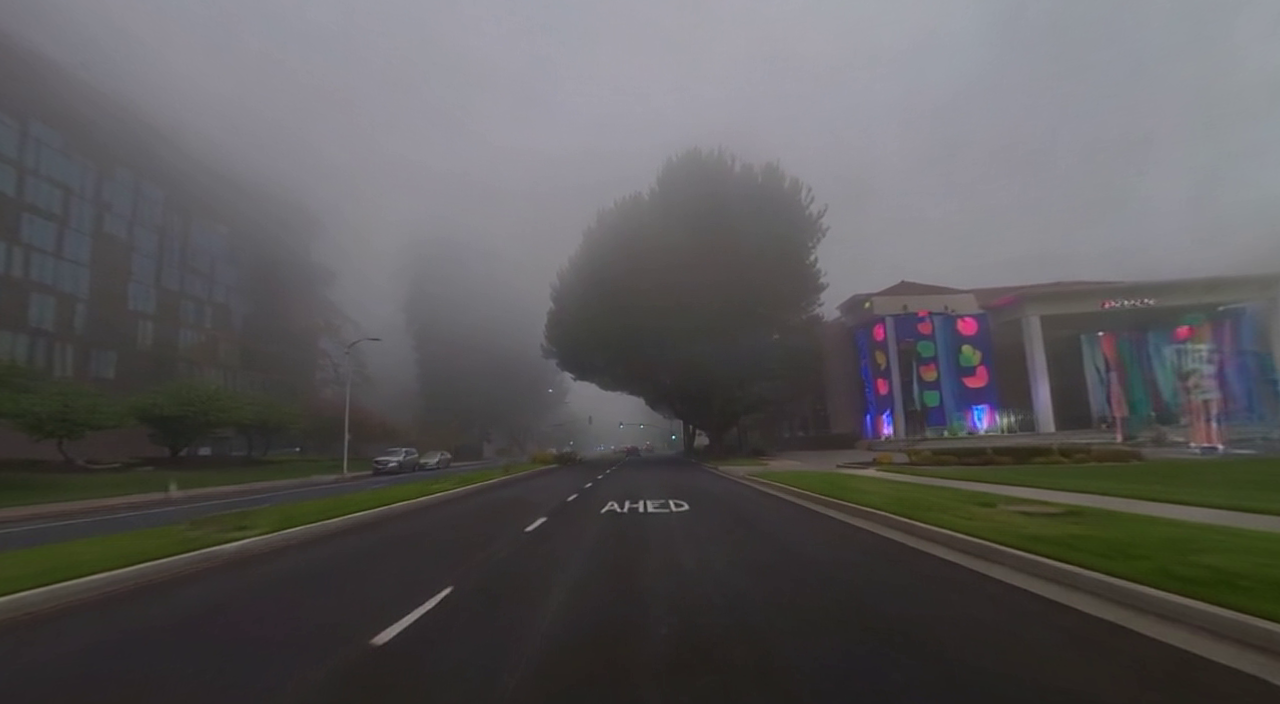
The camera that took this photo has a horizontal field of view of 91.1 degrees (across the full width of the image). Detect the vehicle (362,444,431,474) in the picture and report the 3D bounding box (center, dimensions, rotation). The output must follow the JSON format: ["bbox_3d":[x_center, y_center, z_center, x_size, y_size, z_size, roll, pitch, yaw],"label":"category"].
[{"bbox_3d":[-17.311,7.626,45.054,2.617,1.997,5.830,0,-9,0],"label":"vehicle"}]
